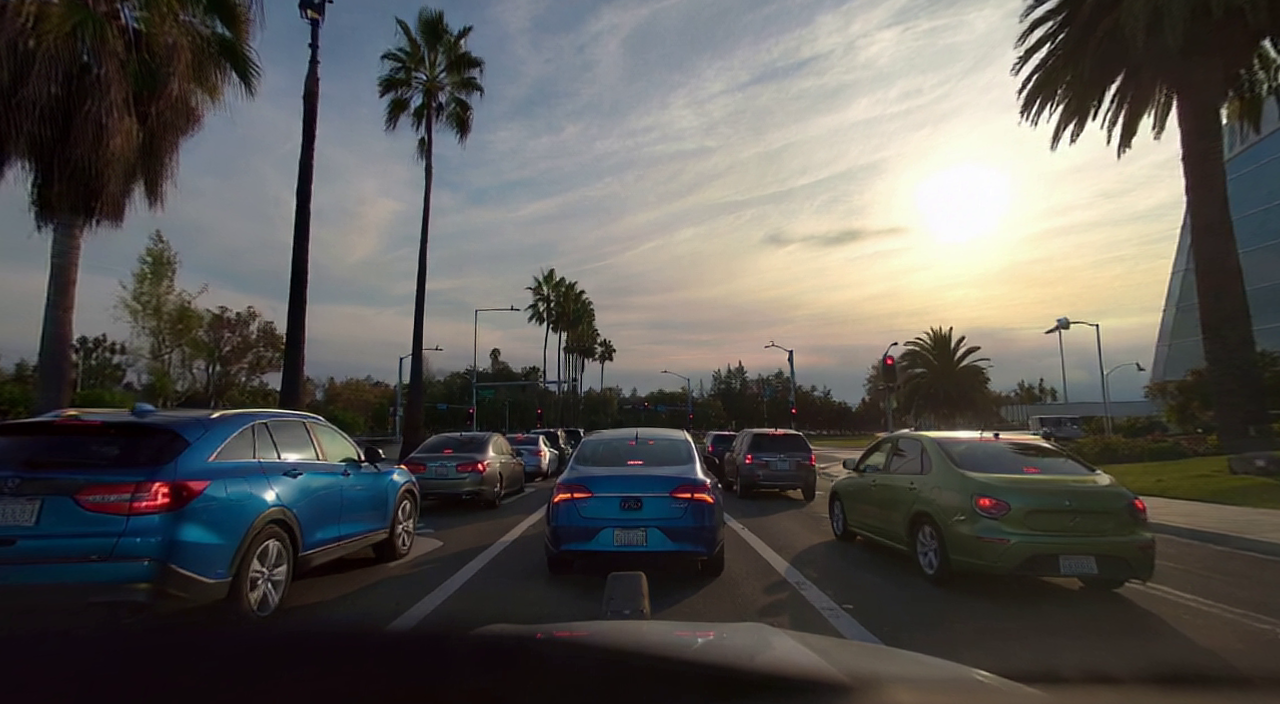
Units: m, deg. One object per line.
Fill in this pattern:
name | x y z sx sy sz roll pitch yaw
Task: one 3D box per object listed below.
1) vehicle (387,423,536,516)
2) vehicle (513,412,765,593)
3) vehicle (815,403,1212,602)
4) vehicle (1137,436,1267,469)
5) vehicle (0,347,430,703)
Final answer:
vehicle | -3.471 2.358 13.074 1.917 1.631 3.768 0 -8 1
vehicle | -0.052 1.657 7.809 2.219 1.586 4.321 0 -8 -1
vehicle | 3.833 1.622 7.691 2.064 1.696 4.431 0 -8 -1
vehicle | 25.456 4.548 28.662 4.014 1.417 1.777 -1 -8 5
vehicle | -3.536 1.177 5.359 2.014 1.775 4.404 0 -8 -1
